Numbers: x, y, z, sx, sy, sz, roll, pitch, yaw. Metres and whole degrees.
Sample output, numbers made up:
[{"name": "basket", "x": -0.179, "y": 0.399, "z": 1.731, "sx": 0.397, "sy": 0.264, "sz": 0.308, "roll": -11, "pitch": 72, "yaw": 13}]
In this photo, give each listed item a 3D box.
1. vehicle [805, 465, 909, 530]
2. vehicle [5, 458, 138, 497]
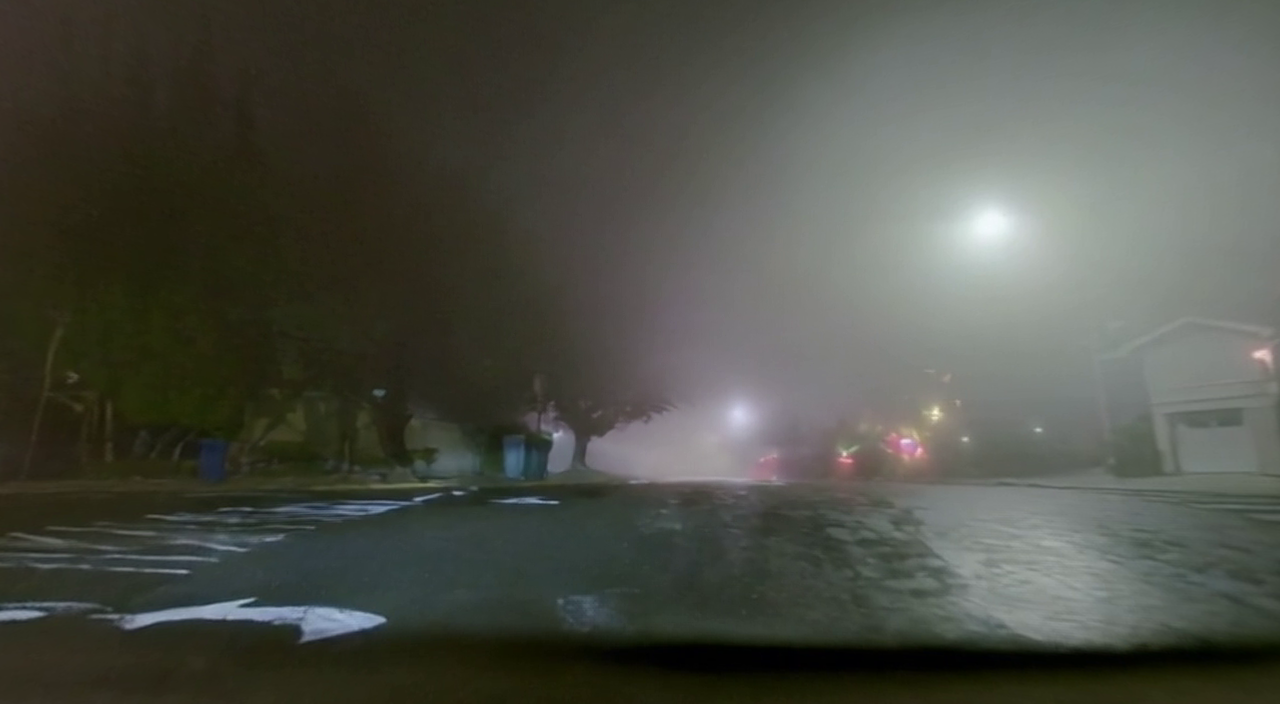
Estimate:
[{"name": "vehicle", "x": 6.158, "y": 4.133, "z": 18.449, "sx": 1.860, "sy": 1.477, "sz": 4.629, "roll": -1, "pitch": -9, "yaw": 6}, {"name": "vehicle", "x": -27.522, "y": 6.140, "z": 30.735, "sx": 2.019, "sy": 1.697, "sz": 4.310, "roll": 0, "pitch": -12, "yaw": 8}]
